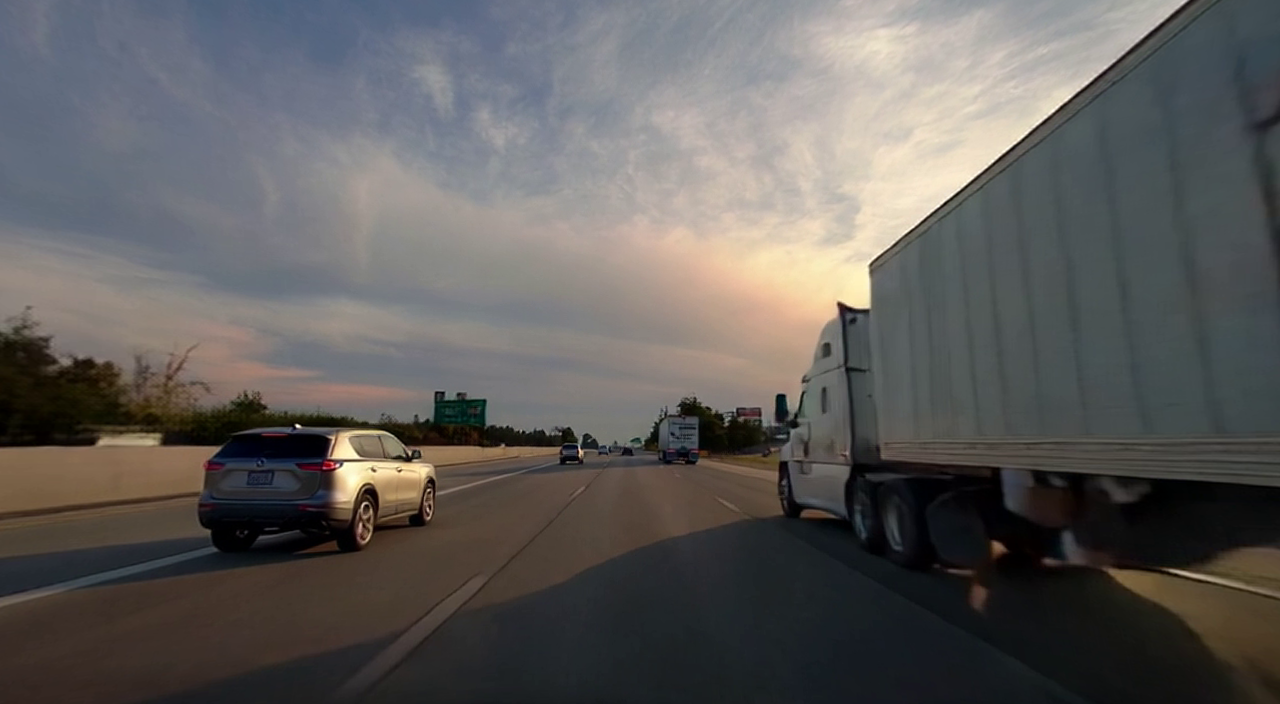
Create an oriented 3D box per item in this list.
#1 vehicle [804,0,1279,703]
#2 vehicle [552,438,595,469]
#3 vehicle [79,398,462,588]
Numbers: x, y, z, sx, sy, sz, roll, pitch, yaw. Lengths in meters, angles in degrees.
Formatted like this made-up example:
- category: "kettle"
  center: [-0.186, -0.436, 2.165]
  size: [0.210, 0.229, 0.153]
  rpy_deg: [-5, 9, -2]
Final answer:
- category: "vehicle"
  center: [4.286, -0.284, 3.114]
  size: [2.933, 4.016, 13.949]
  rpy_deg: [0, -9, -1]
- category: "vehicle"
  center: [-3.961, 6.144, 38.201]
  size: [2.139, 1.716, 4.530]
  rpy_deg: [0, -9, -1]
- category: "vehicle"
  center: [-4.124, 1.668, 8.256]
  size: [2.202, 1.760, 4.617]
  rpy_deg: [0, -9, 0]
